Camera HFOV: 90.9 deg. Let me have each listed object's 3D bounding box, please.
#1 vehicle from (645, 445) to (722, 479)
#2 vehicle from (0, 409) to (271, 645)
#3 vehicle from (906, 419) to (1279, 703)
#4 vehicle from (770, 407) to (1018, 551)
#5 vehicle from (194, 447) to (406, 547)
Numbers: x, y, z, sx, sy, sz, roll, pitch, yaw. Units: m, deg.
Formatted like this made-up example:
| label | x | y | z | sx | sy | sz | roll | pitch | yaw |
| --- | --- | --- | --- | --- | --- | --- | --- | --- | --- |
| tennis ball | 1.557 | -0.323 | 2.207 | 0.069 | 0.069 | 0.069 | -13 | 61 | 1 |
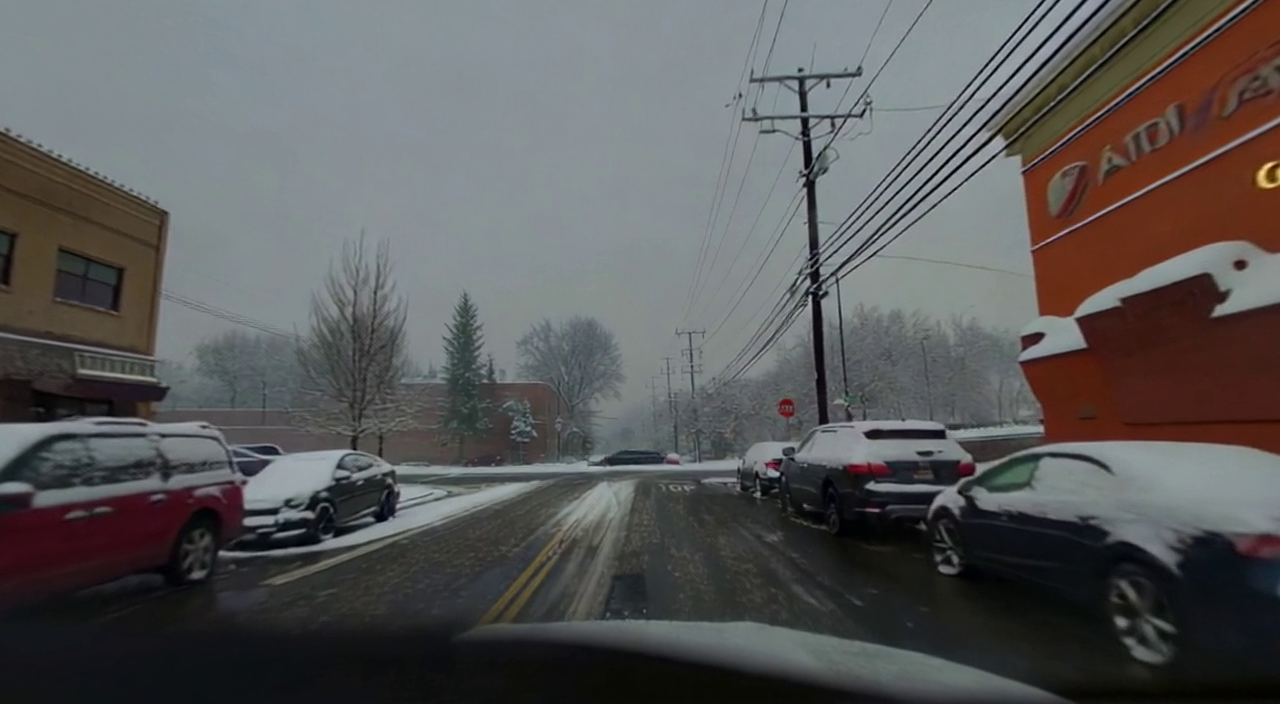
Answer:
| label | x | y | z | sx | sy | sz | roll | pitch | yaw |
| --- | --- | --- | --- | --- | --- | --- | --- | --- | --- |
| vehicle | 2.207 | 5.294 | 30.688 | 2.033 | 1.464 | 4.645 | -4 | -9 | 27 |
| vehicle | -5.984 | 1.494 | 5.881 | 2.146 | 1.775 | 5.117 | 0 | -8 | -2 |
| vehicle | 4.020 | 1.360 | 5.099 | 1.840 | 1.452 | 4.517 | 0 | -8 | 1 |
| vehicle | 3.894 | 2.002 | 10.855 | 2.178 | 1.856 | 4.756 | 2 | -7 | -2 |
| vehicle | -5.890 | 2.505 | 11.532 | 1.820 | 1.482 | 3.737 | 0 | -8 | -1 |
